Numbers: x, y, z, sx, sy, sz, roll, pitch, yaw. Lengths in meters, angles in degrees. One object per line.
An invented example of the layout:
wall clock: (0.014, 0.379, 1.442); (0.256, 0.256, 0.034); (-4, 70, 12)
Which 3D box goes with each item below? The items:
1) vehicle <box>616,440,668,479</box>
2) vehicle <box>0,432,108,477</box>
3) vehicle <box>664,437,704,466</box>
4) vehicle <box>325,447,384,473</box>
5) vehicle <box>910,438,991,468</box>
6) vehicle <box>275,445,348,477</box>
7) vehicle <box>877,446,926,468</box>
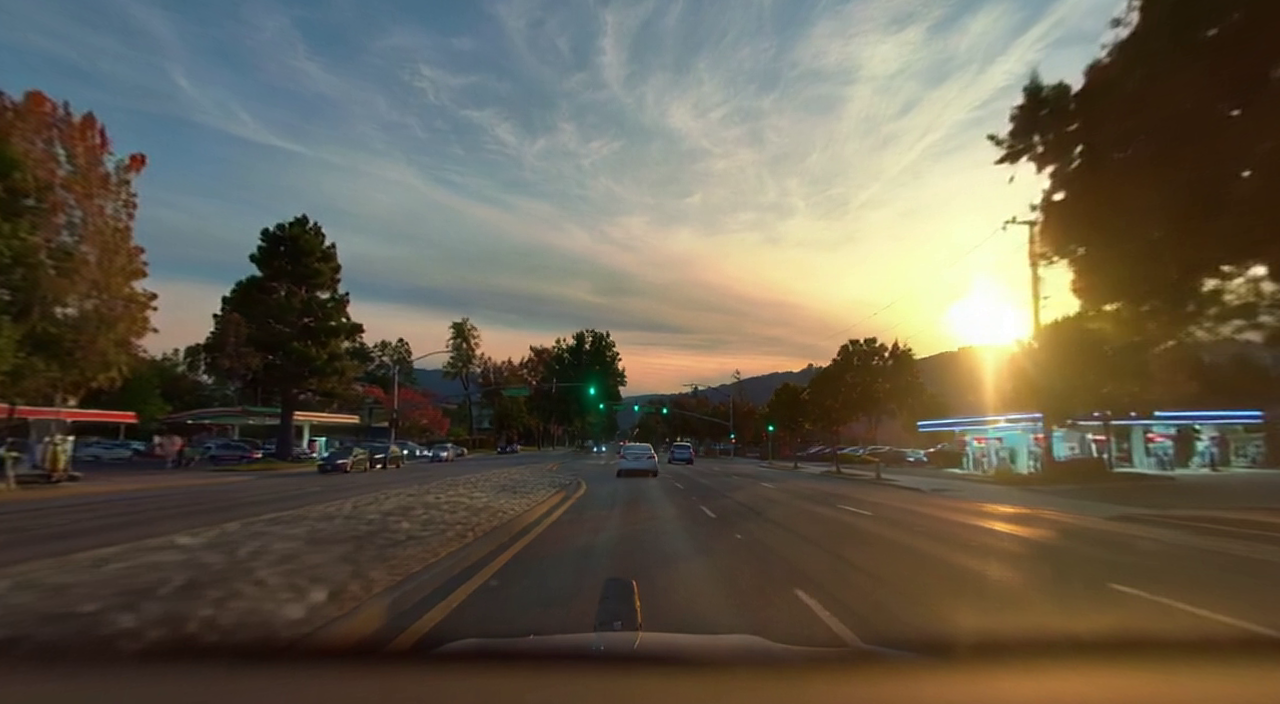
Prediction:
vehicle: (0.058, 4.684, 27.664); (2.145, 1.572, 4.021); (0, -9, -1)
vehicle: (-30.655, 5.136, 31.772); (5.713, 2.148, 2.107); (0, -9, 4)
vehicle: (3.350, 7.830, 49.482); (2.731, 2.101, 6.047); (0, -9, 0)
vehicle: (-19.136, 7.237, 42.402); (1.920, 1.638, 4.299); (0, -9, 0)
vehicle: (20.441, 6.695, 41.839); (2.254, 1.804, 5.953); (-1, -9, -1)
vehicle: (-19.139, 6.356, 36.881); (1.967, 1.680, 4.396); (-1, -9, -1)
vehicle: (20.258, 8.156, 48.977); (1.950, 1.519, 4.860); (-3, -9, 4)
